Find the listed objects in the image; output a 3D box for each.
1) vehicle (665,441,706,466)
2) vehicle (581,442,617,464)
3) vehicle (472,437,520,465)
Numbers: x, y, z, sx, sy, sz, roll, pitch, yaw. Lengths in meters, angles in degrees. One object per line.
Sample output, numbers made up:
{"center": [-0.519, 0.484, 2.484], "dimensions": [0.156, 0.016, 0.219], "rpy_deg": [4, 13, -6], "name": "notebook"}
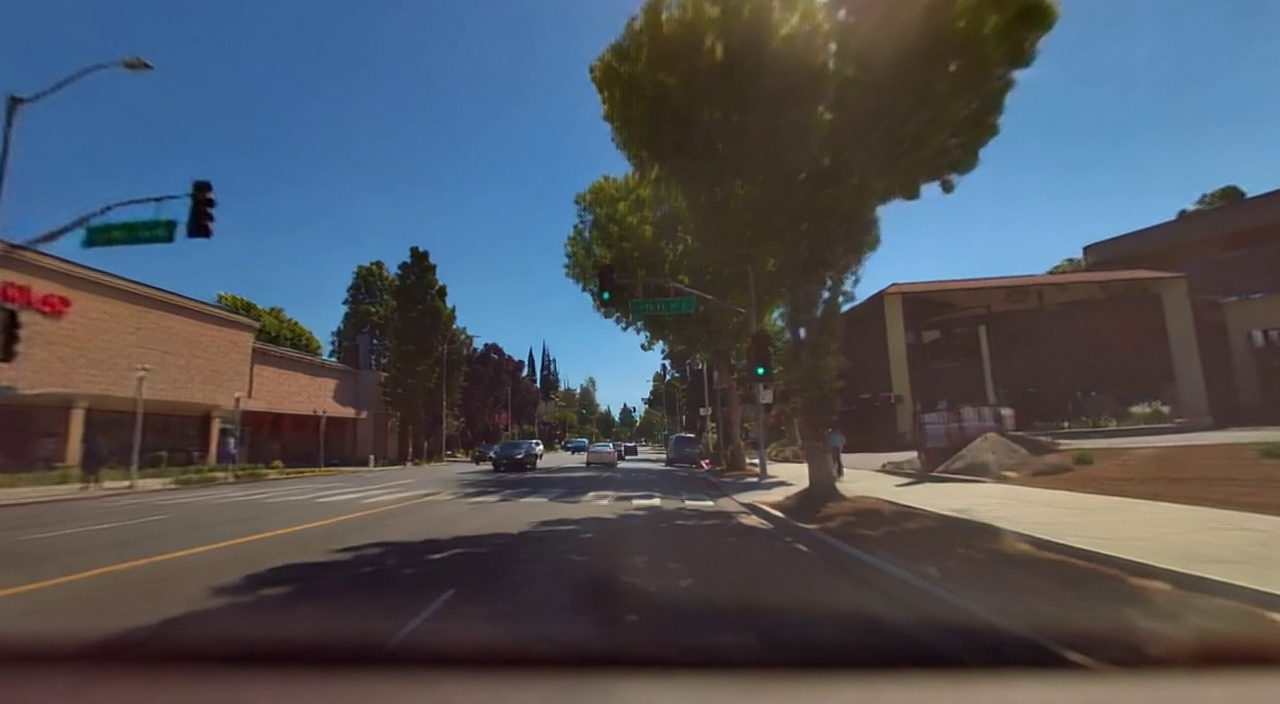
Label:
{"center": [2.848, 6.463, 40.421], "dimensions": [2.034, 1.491, 4.618], "rpy_deg": [0, -8, -3], "name": "vehicle"}
{"center": [-2.885, 7.170, 45.170], "dimensions": [2.122, 1.469, 4.388], "rpy_deg": [0, -8, 2], "name": "vehicle"}
{"center": [-10.015, 6.914, 44.368], "dimensions": [2.116, 1.817, 4.964], "rpy_deg": [0, -8, 1], "name": "vehicle"}
